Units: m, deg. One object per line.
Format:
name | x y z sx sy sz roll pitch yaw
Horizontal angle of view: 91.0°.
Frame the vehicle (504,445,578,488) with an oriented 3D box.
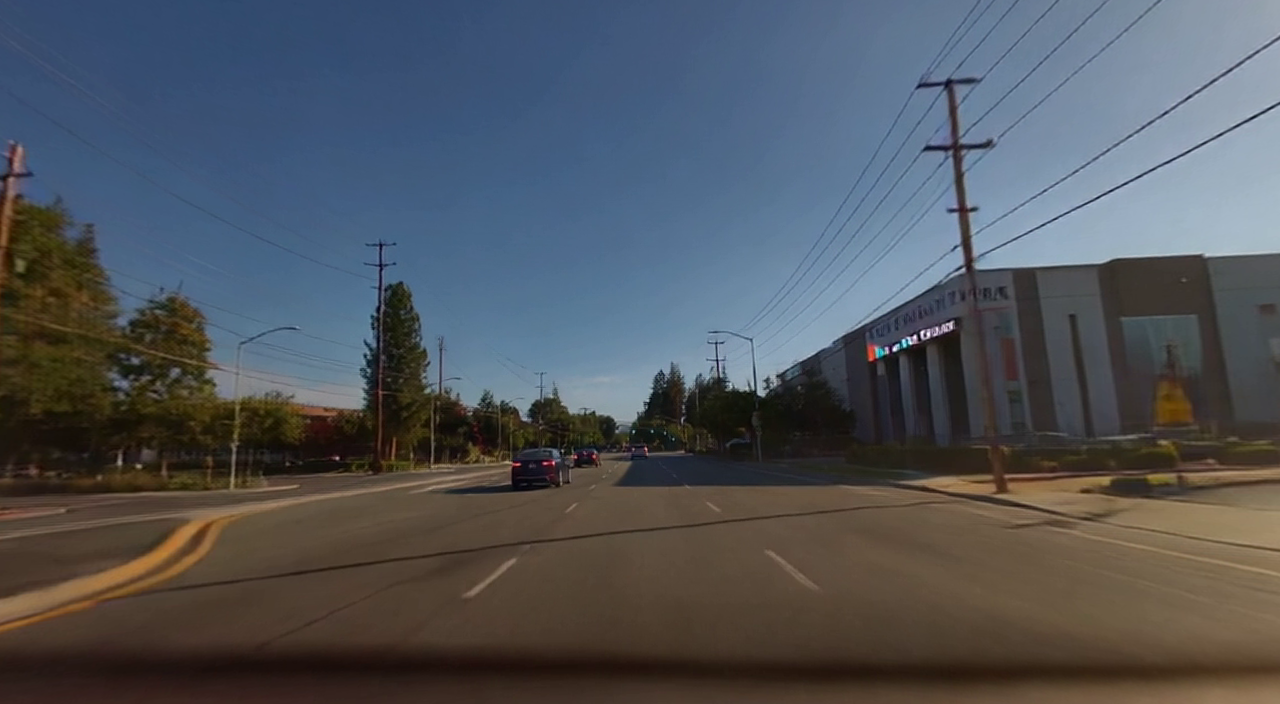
vehicle | -3.613 4.264 23.744 2.076 1.444 4.328 0 -9 0
